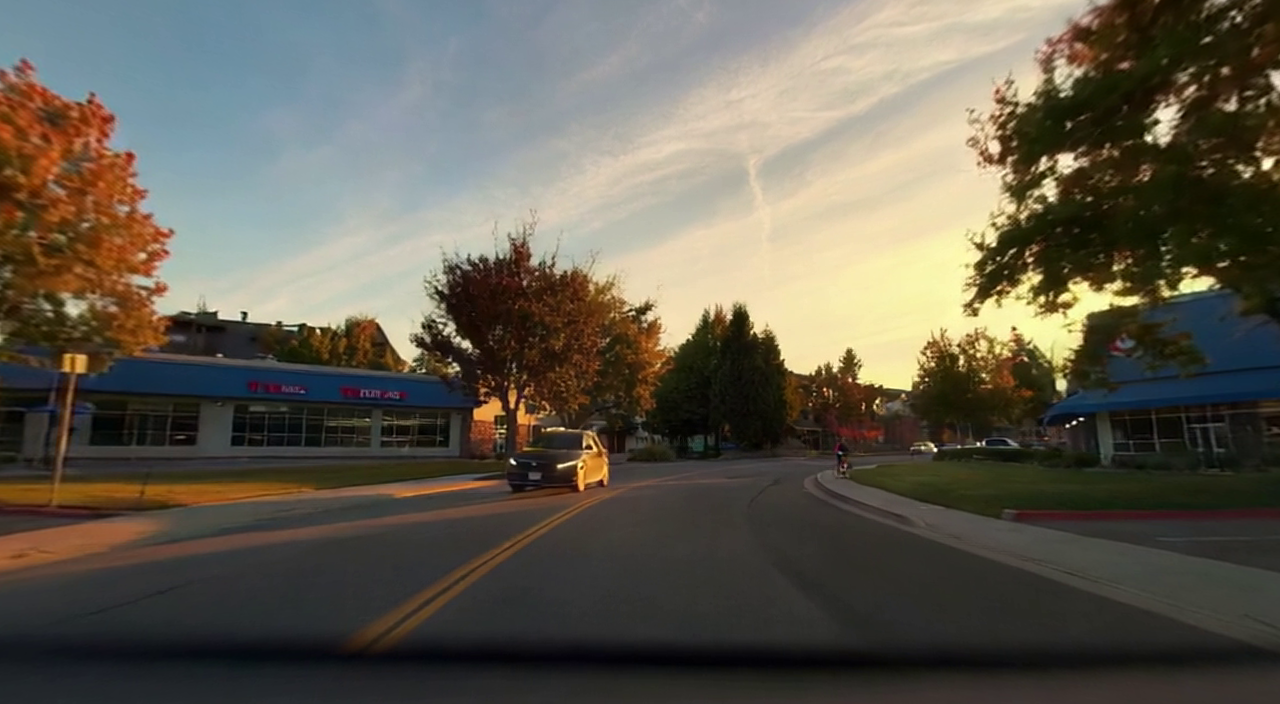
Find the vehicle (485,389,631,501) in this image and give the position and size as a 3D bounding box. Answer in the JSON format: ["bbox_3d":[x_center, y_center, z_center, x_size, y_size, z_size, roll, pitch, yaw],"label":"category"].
[{"bbox_3d":[-2.207,2.924,19.966,2.489,2.884,6.940,-2,-9,11],"label":"vehicle"}]
